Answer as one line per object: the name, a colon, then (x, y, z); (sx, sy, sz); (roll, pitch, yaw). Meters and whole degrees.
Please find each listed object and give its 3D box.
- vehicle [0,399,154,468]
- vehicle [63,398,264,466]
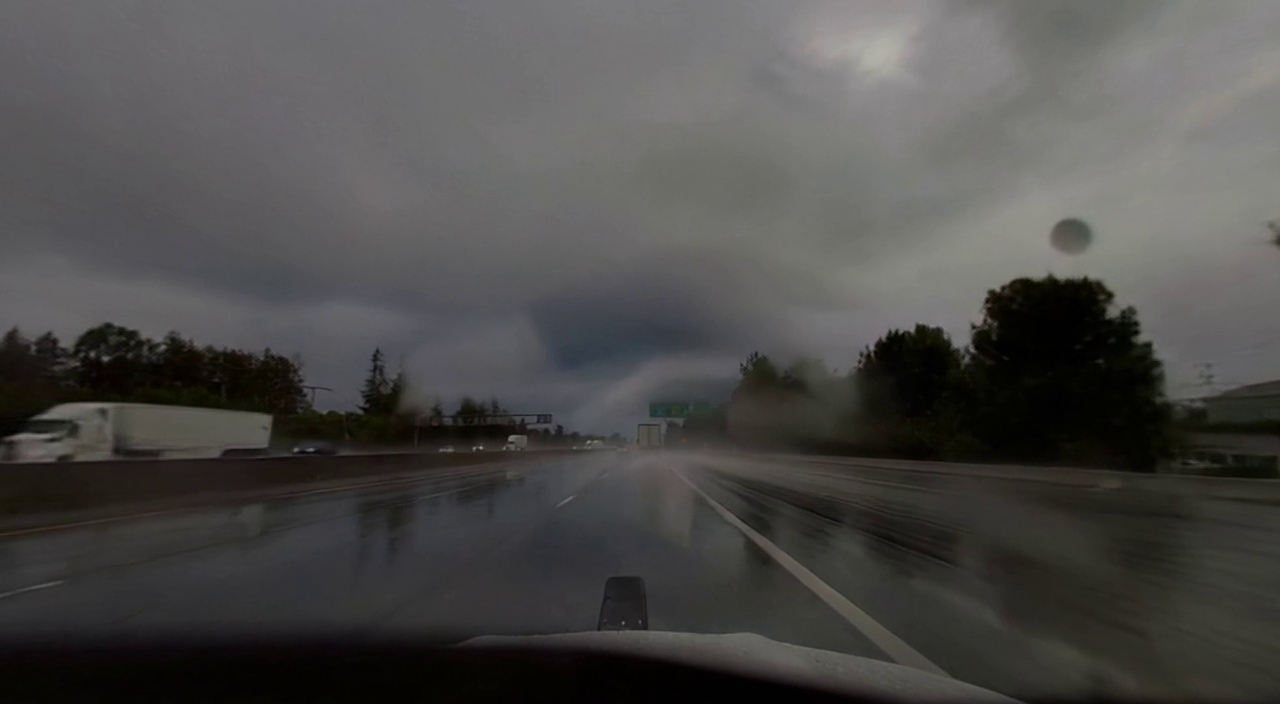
vehicle: (-35.521, 5.256, 40.068); (2.999, 4.001, 7.123); (0, -8, 1)
vehicle: (-35.417, 6.312, 48.341); (2.887, 4.356, 15.809); (0, -8, 1)
